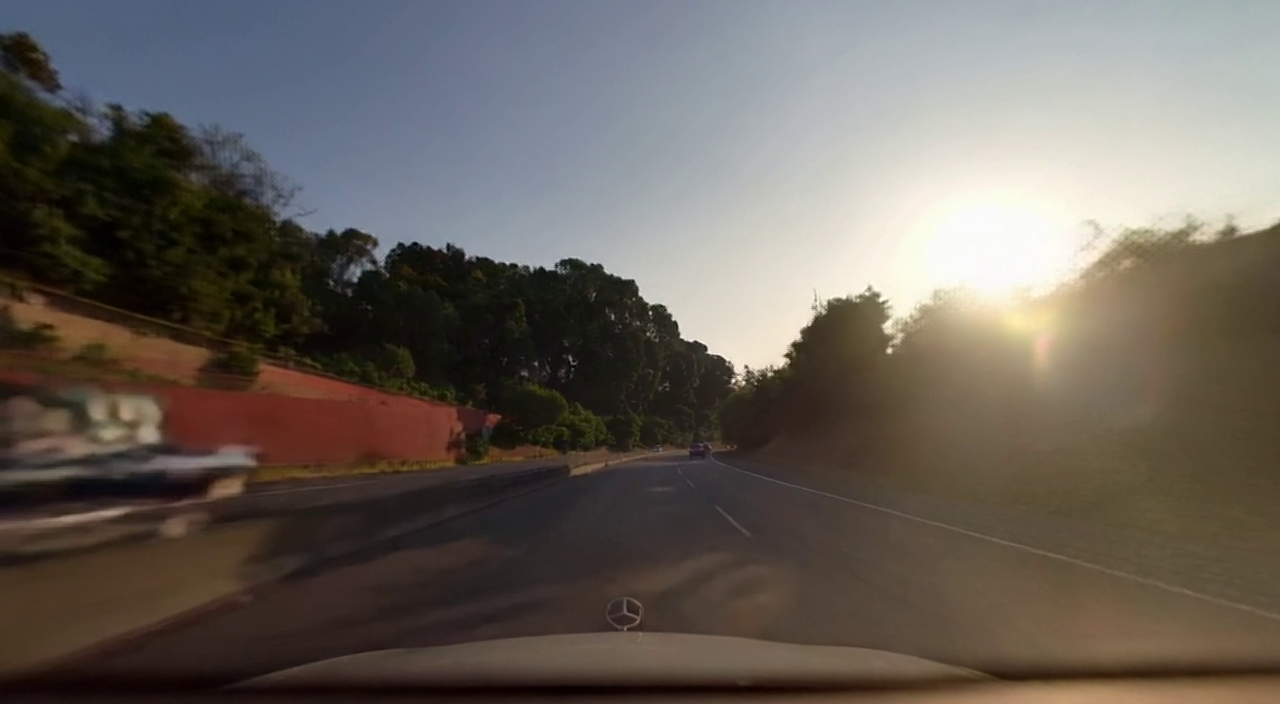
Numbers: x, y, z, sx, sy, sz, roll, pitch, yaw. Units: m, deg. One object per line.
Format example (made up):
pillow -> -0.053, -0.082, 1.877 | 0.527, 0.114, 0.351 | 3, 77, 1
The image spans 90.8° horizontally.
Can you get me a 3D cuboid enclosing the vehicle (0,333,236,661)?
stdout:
vehicle -> -5.206, 0.785, 3.106 | 2.533, 2.001, 5.922 | 0, -8, 0
